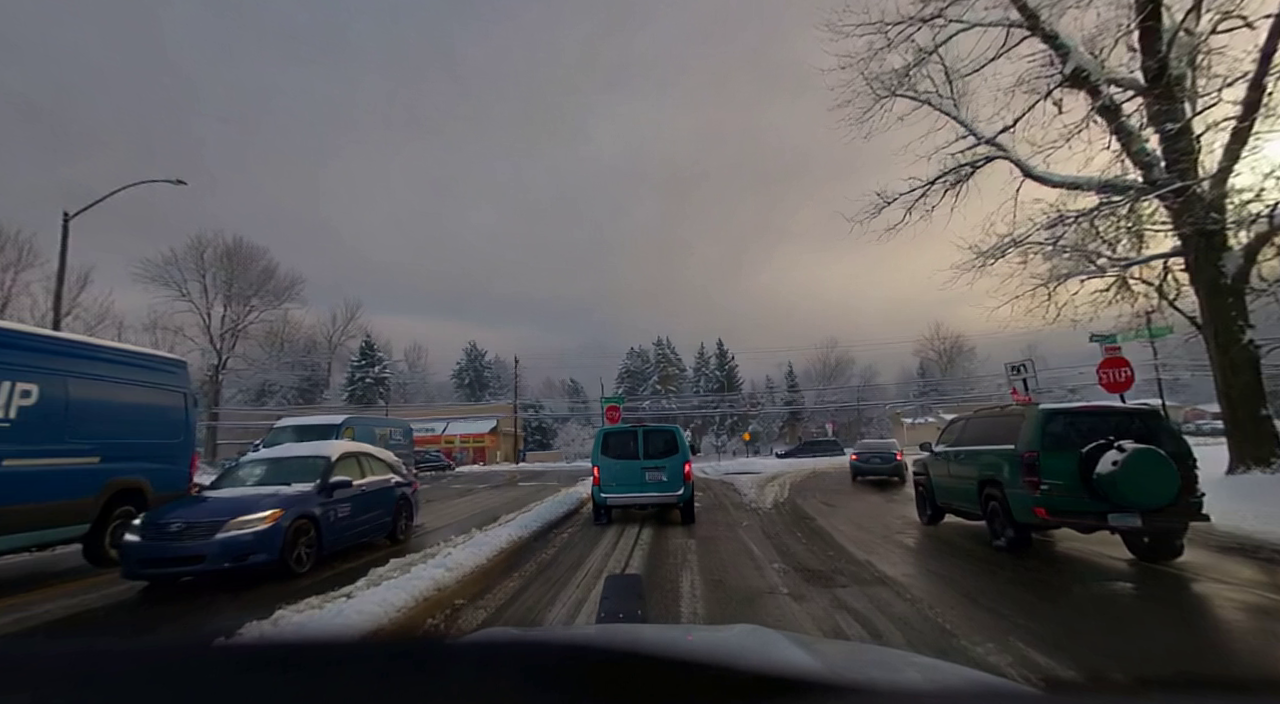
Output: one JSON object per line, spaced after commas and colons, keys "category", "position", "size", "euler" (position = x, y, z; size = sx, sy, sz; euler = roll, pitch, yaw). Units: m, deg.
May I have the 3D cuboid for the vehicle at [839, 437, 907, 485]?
{"category": "vehicle", "position": [8.977, 4.182, 24.306], "size": [2.150, 1.655, 4.045], "euler": [-4, -10, 20]}

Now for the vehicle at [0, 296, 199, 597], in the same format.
{"category": "vehicle", "position": [-7.662, 0.850, 5.696], "size": [2.342, 3.013, 6.631], "euler": [0, -9, 2]}

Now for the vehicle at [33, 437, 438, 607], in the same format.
{"category": "vehicle", "position": [-4.313, 1.836, 7.873], "size": [1.869, 1.465, 4.503], "euler": [-1, -9, 3]}

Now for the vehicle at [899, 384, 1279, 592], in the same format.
{"category": "vehicle", "position": [5.463, 1.686, 8.669], "size": [2.204, 1.973, 4.946], "euler": [-1, -9, 7]}

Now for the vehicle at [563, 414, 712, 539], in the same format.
{"category": "vehicle", "position": [0.182, 2.202, 11.775], "size": [2.237, 1.828, 4.546], "euler": [-1, -9, 6]}
